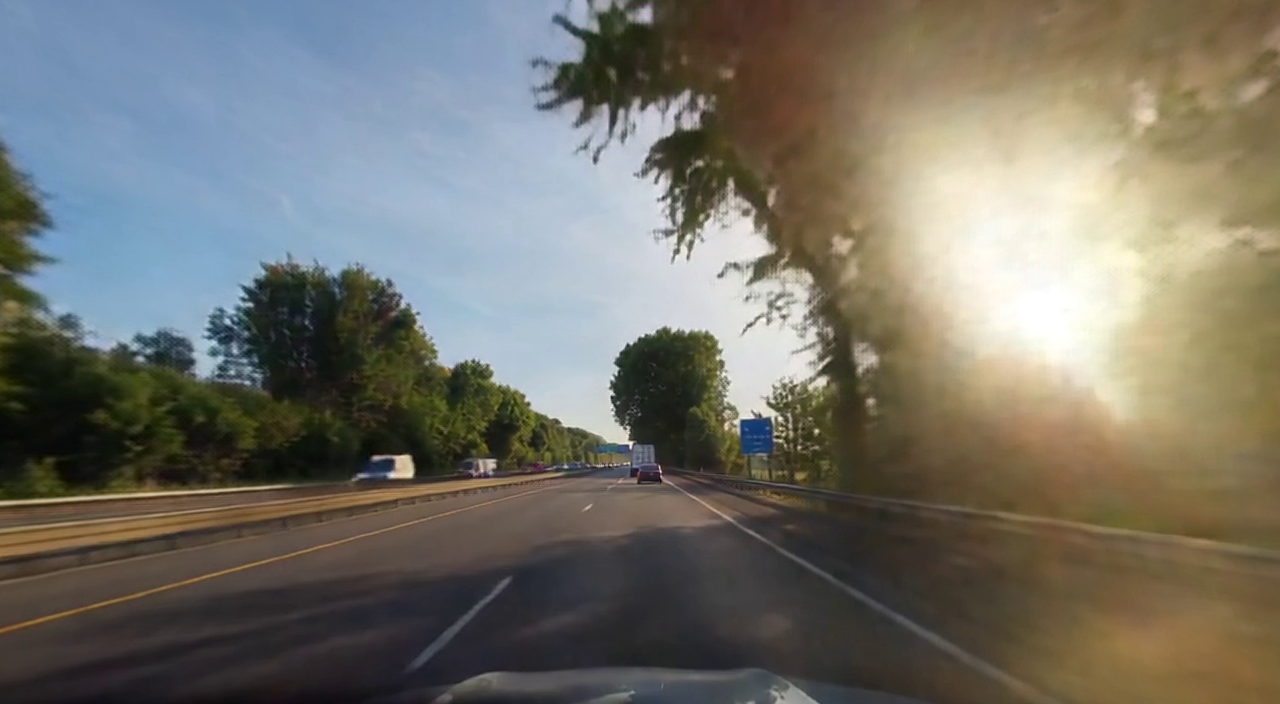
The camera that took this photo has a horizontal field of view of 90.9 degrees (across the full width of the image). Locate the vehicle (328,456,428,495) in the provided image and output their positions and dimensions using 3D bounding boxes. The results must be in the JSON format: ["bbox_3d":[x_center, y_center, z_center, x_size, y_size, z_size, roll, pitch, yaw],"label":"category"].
[{"bbox_3d":[-11.654,5.558,28.602,1.916,1.535,5.991,1,-10,1],"label":"vehicle"}]

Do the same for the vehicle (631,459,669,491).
[{"bbox_3d":[0.548,6.966,35.802,2.048,1.663,4.377,1,-10,0],"label":"vehicle"}]
